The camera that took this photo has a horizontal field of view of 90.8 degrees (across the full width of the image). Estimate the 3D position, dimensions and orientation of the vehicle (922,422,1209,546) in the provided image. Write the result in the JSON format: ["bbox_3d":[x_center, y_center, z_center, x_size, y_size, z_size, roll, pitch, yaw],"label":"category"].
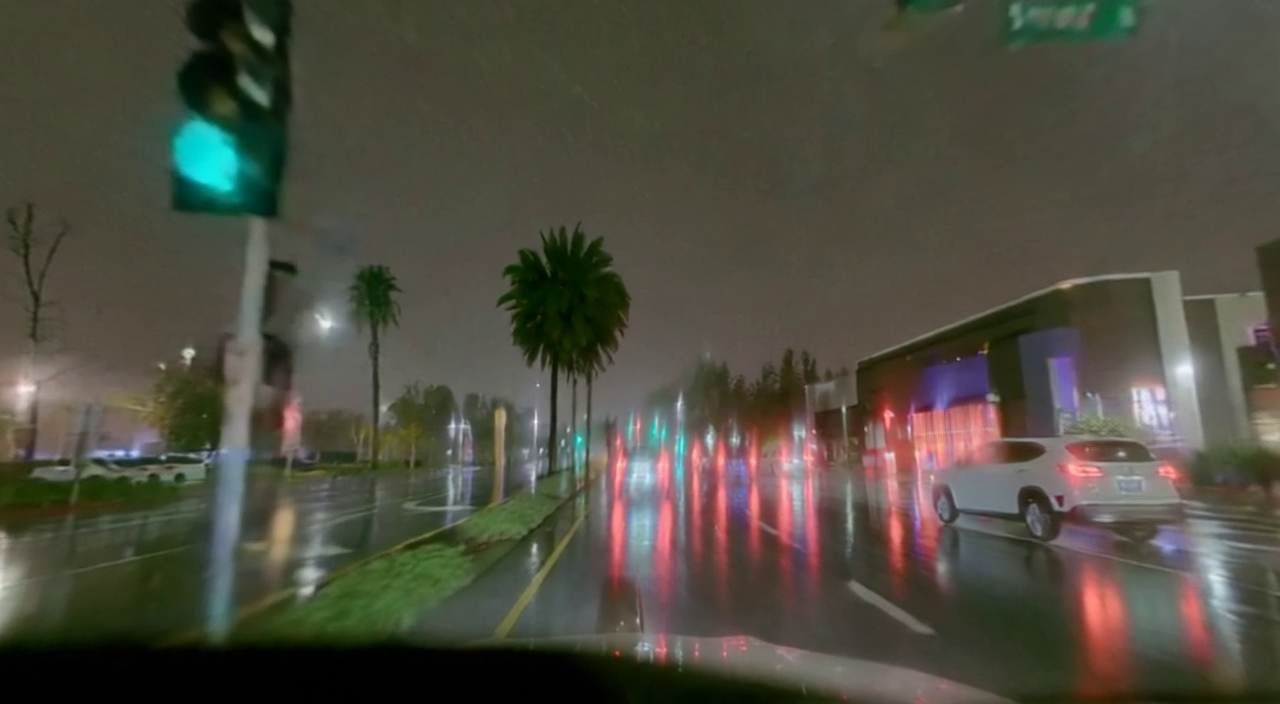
[{"bbox_3d":[6.754,2.111,10.739,1.940,1.674,4.085,0,-8,-1],"label":"vehicle"}]

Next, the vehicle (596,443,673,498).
[{"bbox_3d":[-0.173,3.545,19.360,2.110,1.487,3.873,0,-8,-1],"label":"vehicle"}]

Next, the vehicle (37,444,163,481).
[{"bbox_3d":[-31.145,6.397,36.527,5.230,1.986,2.250,-1,-10,3],"label":"vehicle"}]

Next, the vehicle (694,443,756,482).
[{"bbox_3d":[3.548,4.665,27.027,1.892,1.532,4.177,0,-8,-2],"label":"vehicle"}]
